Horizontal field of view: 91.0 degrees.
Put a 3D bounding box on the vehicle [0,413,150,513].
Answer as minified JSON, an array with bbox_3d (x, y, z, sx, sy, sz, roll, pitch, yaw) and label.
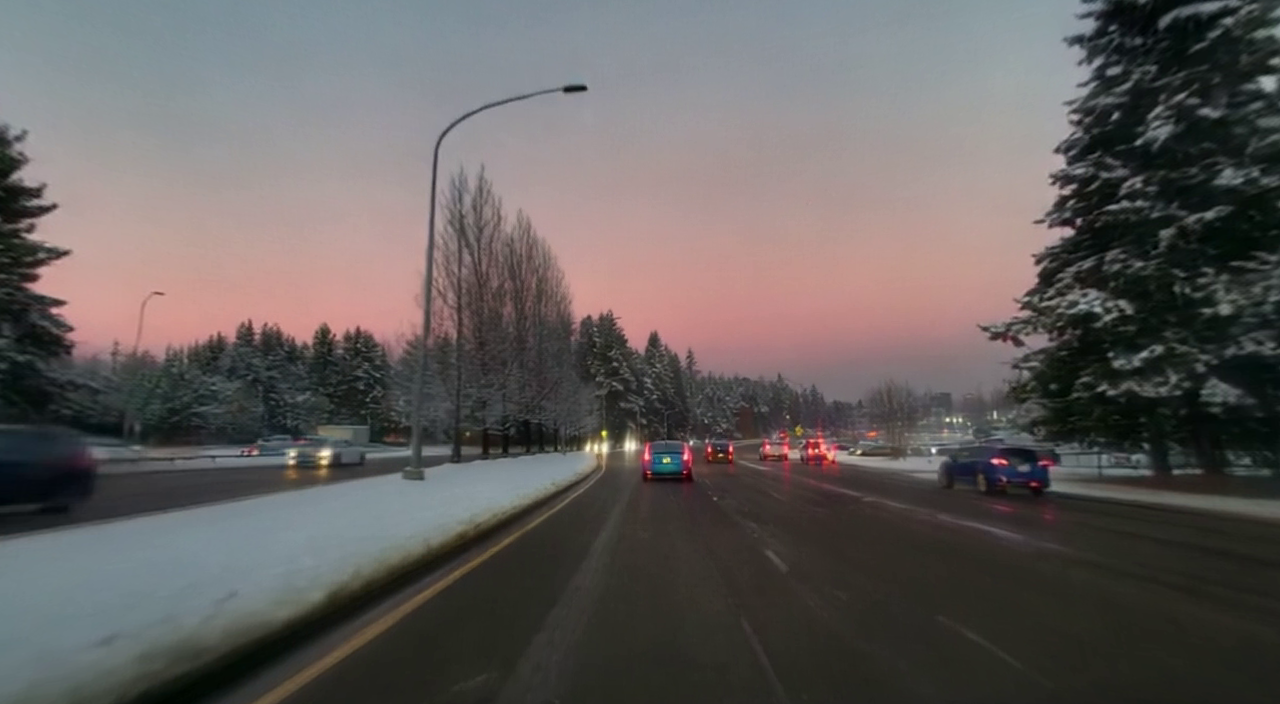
[{"bbox_3d":[-10.710,1.813,10.402,1.938,1.502,4.209,1,-8,-3],"label":"vehicle"}]

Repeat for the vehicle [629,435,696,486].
[{"bbox_3d":[0.753,3.787,22.242,2.145,1.603,4.369,0,-8,1],"label":"vehicle"}]

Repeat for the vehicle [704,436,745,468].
[{"bbox_3d":[5.015,5.992,37.765,1.976,1.796,4.159,0,-8,2],"label":"vehicle"}]

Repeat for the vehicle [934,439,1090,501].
[{"bbox_3d":[11.638,3.693,20.222,2.106,1.719,4.830,0,-8,1],"label":"vehicle"}]

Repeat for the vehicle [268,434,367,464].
[{"bbox_3d":[-13.613,4.132,26.904,1.890,1.132,4.497,0,-8,0],"label":"vehicle"}]

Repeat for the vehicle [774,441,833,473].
[{"bbox_3d":[8.279,5.348,32.320,1.928,1.488,4.361,0,-8,1],"label":"vehicle"}]
